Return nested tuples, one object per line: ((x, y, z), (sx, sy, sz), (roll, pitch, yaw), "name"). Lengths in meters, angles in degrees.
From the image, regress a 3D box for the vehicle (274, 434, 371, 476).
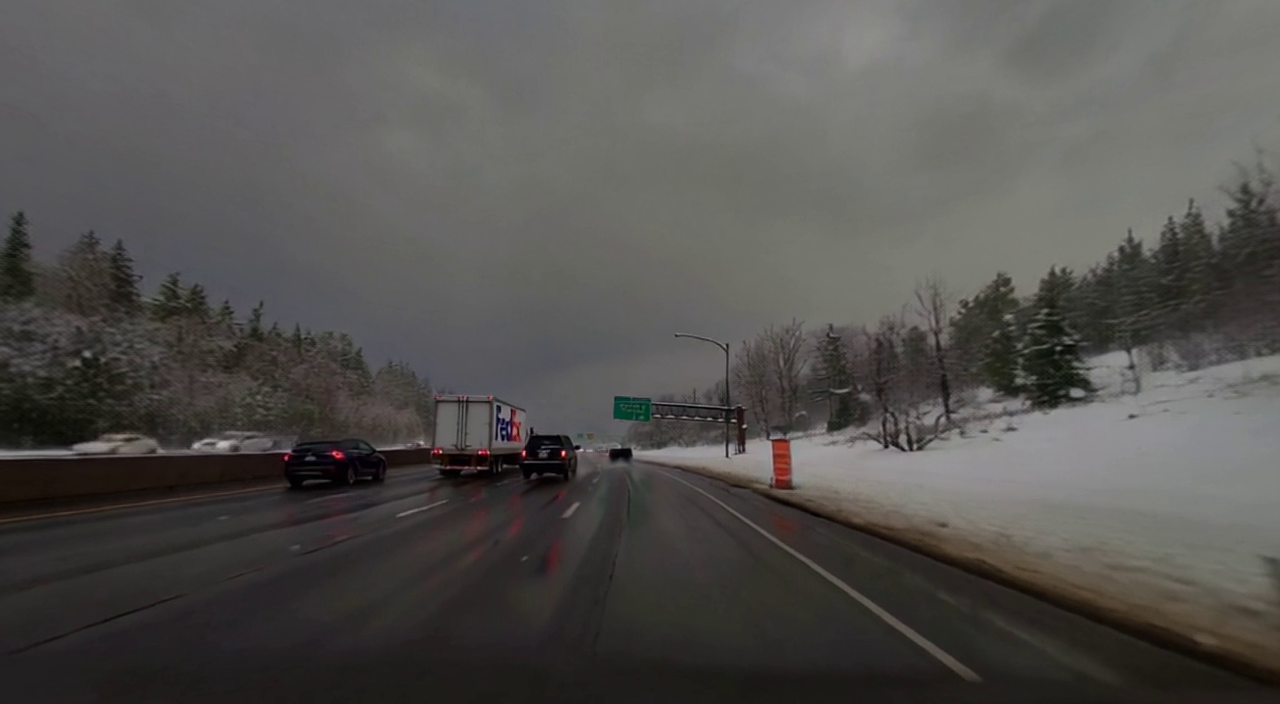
((-13.614, 4.431, 27.424), (2.018, 1.668, 4.409), (0, -9, -2), "vehicle")

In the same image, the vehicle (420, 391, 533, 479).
((-6.815, 3.737, 27.933), (2.870, 3.266, 8.589), (0, -9, -1), "vehicle")

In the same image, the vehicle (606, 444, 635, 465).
((-1.458, 7.534, 46.590), (2.043, 1.489, 3.839), (1, -9, -3), "vehicle")

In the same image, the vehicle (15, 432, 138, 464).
((-27.447, 4.708, 31.020), (1.791, 1.469, 4.668), (0, -9, -2), "vehicle")

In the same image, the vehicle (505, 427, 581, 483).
((-3.496, 3.844, 23.732), (2.170, 1.886, 4.628), (0, -9, -1), "vehicle")
